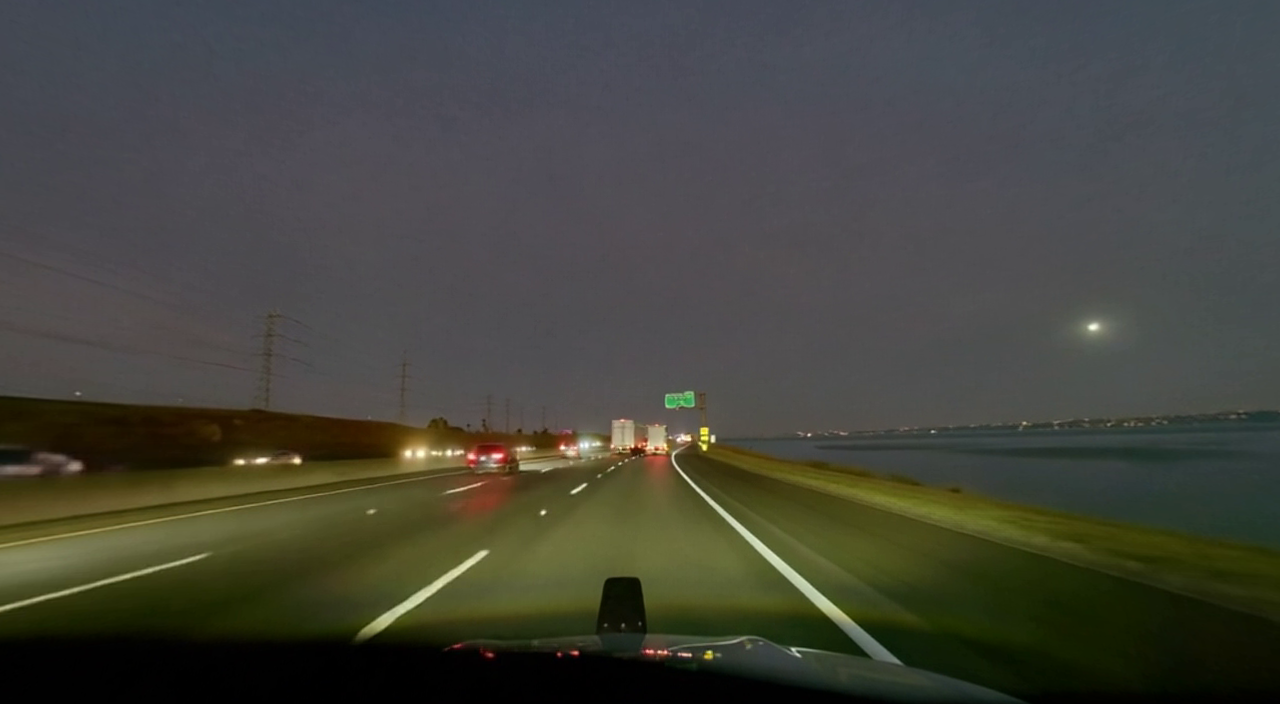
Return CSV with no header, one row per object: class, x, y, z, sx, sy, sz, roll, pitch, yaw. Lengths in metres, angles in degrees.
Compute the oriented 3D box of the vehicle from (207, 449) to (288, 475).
vehicle,-23.835,6.664,38.546,1.966,1.446,4.490,-1,-8,2
